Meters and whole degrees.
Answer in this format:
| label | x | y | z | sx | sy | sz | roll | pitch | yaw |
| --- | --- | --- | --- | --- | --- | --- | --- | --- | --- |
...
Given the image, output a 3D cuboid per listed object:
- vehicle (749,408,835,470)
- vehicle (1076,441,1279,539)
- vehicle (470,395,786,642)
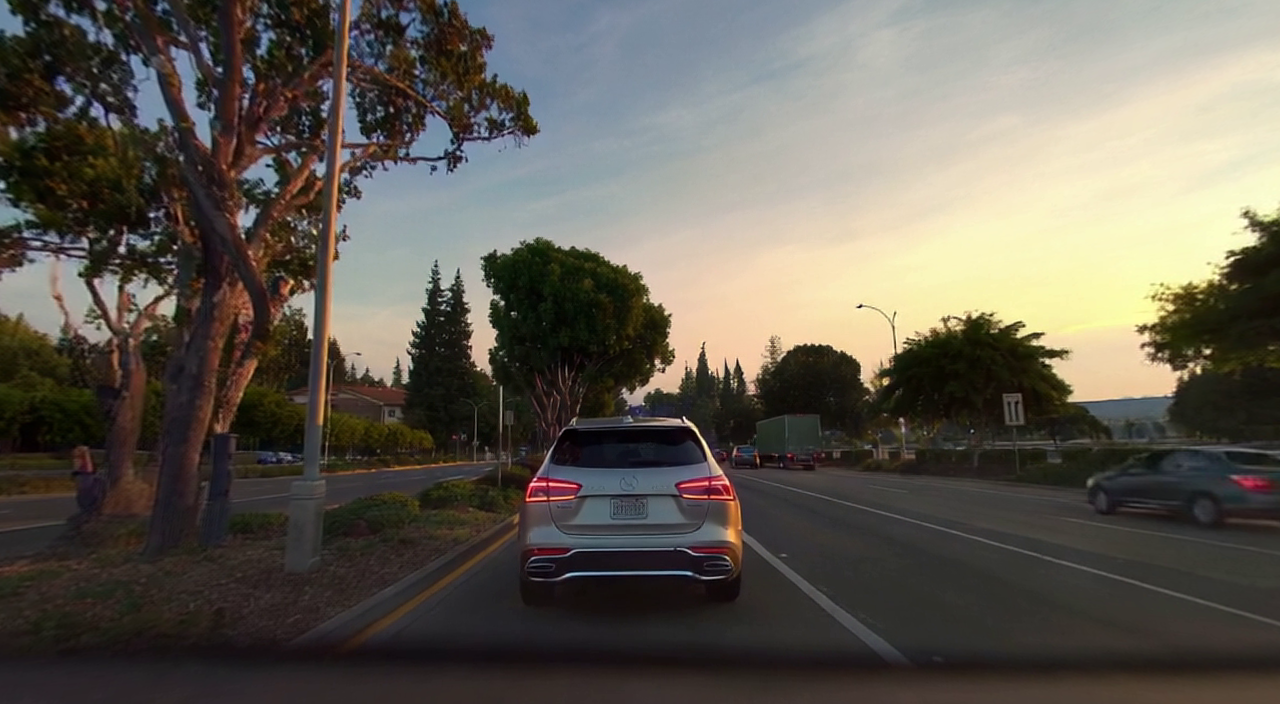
| label | x | y | z | sx | sy | sz | roll | pitch | yaw |
| --- | --- | --- | --- | --- | --- | --- | --- | --- | --- |
| vehicle | 10.802 | 6.496 | 46.349 | 3.025 | 3.993 | 11.243 | 1 | -9 | -3 |
| vehicle | 11.134 | 2.532 | 12.241 | 1.998 | 1.527 | 4.489 | 0 | -9 | 0 |
| vehicle | -0.116 | 1.448 | 6.445 | 2.172 | 1.694 | 4.055 | 0 | -8 | -1 |
